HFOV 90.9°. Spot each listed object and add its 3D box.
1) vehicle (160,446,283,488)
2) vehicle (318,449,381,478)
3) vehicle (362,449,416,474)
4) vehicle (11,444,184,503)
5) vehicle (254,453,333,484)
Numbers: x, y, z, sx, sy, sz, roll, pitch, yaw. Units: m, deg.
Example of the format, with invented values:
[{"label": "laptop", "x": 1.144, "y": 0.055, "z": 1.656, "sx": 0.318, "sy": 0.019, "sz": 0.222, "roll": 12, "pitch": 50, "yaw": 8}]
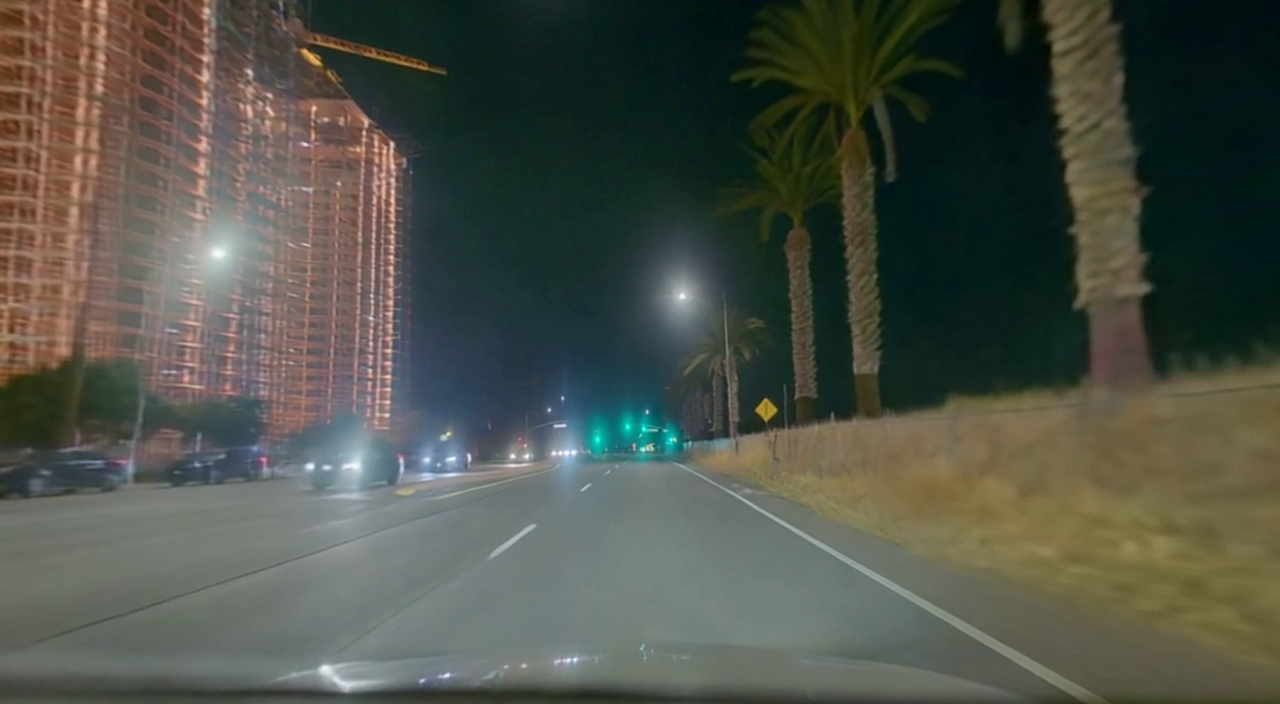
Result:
[{"label": "vehicle", "x": -19.459, "y": 5.327, "z": 29.645, "sx": 2.378, "sy": 1.783, "sz": 4.912, "roll": 0, "pitch": -9, "yaw": 0}, {"label": "vehicle", "x": -19.234, "y": 7.355, "z": 41.985, "sx": 1.985, "sy": 1.625, "sz": 4.749, "roll": -2, "pitch": -7, "yaw": -1}, {"label": "vehicle", "x": -19.255, "y": 8.398, "z": 48.657, "sx": 1.956, "sy": 1.659, "sz": 5.546, "roll": -2, "pitch": -8, "yaw": 0}, {"label": "vehicle", "x": -19.540, "y": 4.340, "z": 23.070, "sx": 2.105, "sy": 1.805, "sz": 4.641, "roll": -3, "pitch": -8, "yaw": 2}, {"label": "vehicle", "x": -19.274, "y": 6.472, "z": 35.335, "sx": 1.836, "sy": 1.418, "sz": 4.956, "roll": -2, "pitch": -7, "yaw": -2}]
